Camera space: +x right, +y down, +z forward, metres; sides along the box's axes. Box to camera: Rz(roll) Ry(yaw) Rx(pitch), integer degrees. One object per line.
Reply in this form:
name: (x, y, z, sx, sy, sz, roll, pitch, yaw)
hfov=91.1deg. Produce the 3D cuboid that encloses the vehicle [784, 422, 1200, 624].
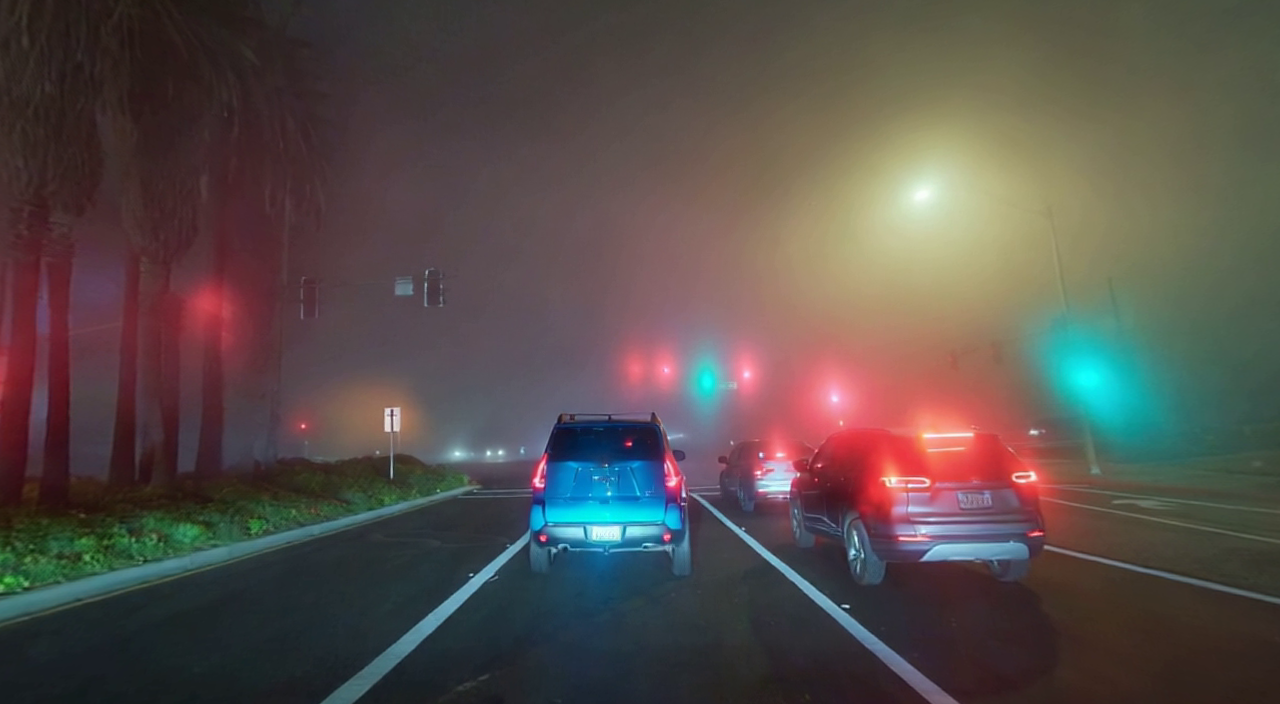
vehicle: (3.118, 1.596, 6.931, 1.971, 1.473, 4.495, 0, -8, 0)

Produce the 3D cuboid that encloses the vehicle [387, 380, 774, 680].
vehicle: (-0.340, 1.306, 5.656, 2.172, 1.694, 4.055, 0, -8, 0)
